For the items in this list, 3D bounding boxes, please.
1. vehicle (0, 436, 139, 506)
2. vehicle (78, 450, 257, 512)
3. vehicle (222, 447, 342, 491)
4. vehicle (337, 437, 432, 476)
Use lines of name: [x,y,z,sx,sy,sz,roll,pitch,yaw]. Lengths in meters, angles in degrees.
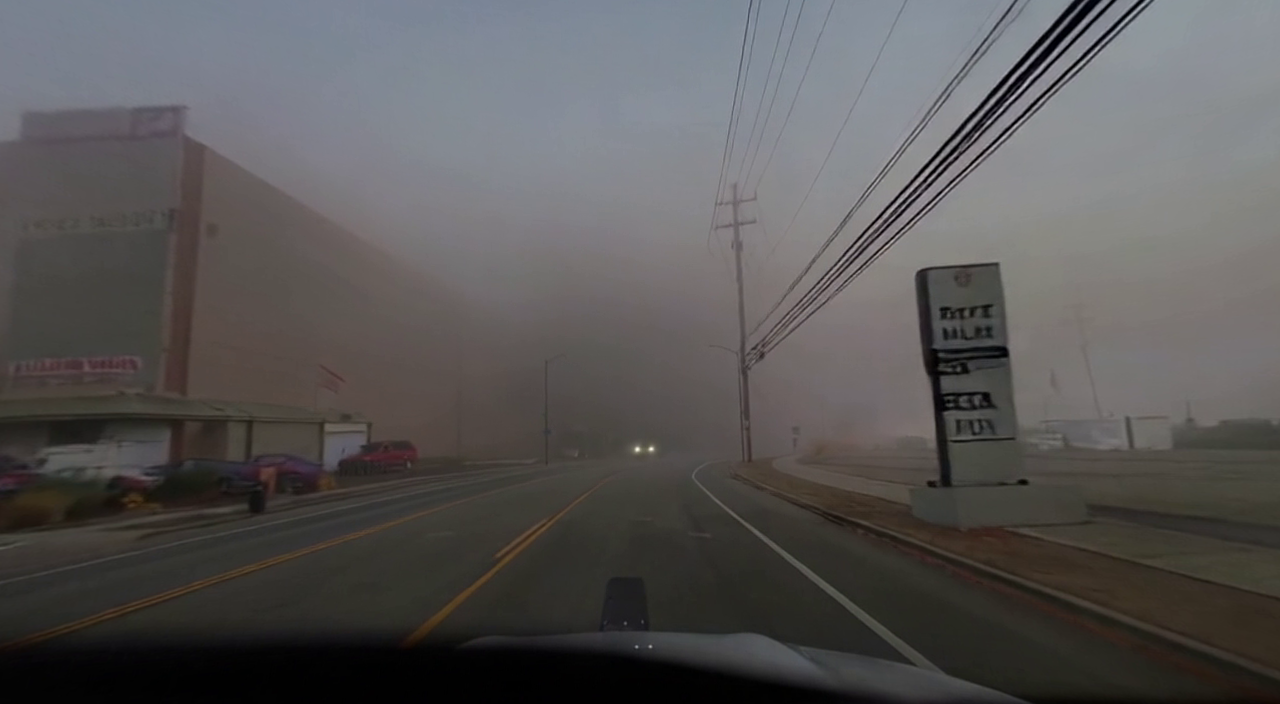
vehicle: [-19.753,3.810,20.614,2.099,2.038,5.624,0,-8,0]
vehicle: [-14.523,3.945,19.804,2.122,1.440,4.601,-4,-8,0]
vehicle: [-14.169,4.617,25.337,2.070,1.577,4.652,0,-8,1]
vehicle: [-15.460,6.424,38.722,2.502,2.113,6.488,-1,-10,6]
